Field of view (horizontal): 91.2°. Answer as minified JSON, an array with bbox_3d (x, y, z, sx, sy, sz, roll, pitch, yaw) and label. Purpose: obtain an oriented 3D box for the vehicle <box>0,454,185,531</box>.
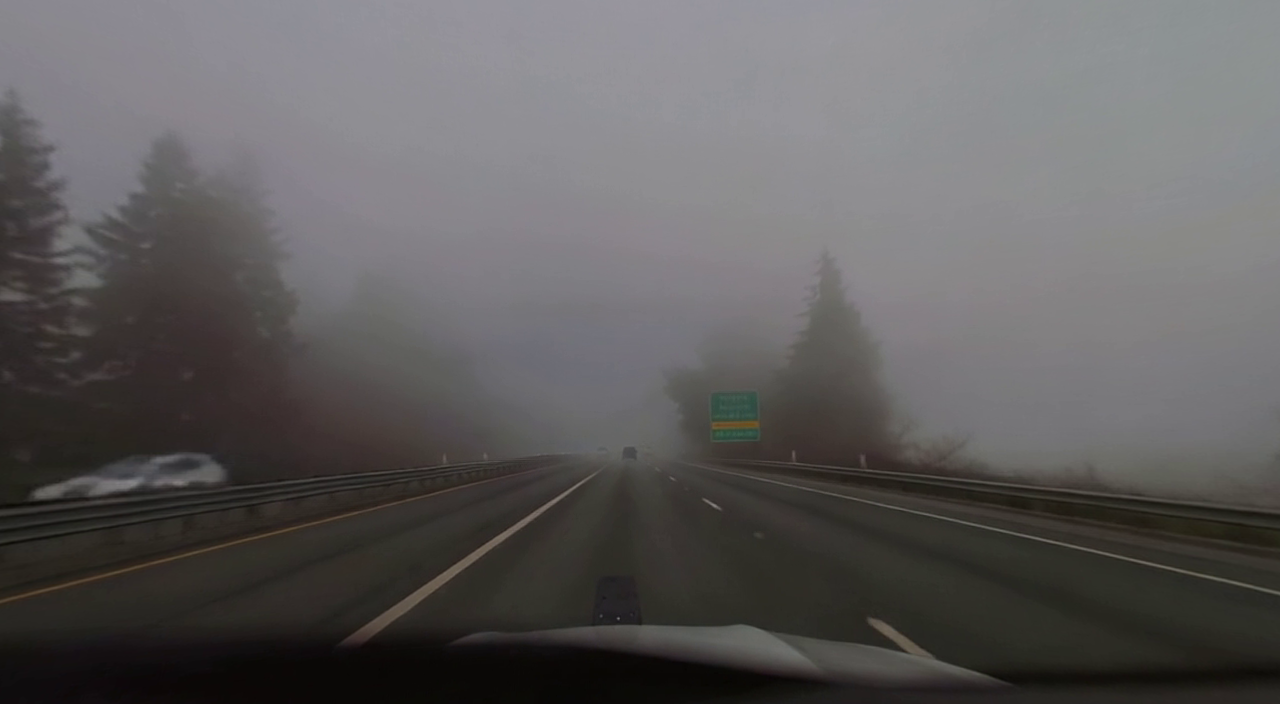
[{"bbox_3d":[-14.016,3.413,15.780,1.901,1.609,4.273,0,-9,-1],"label":"vehicle"}]
